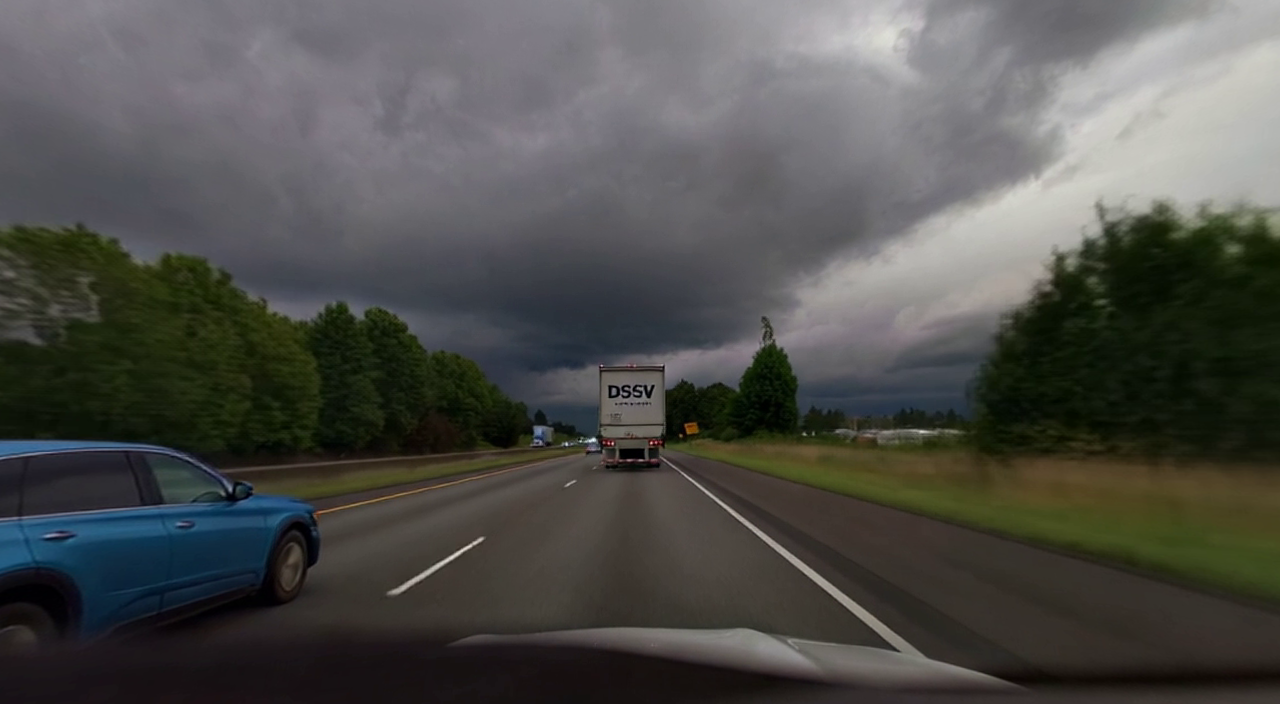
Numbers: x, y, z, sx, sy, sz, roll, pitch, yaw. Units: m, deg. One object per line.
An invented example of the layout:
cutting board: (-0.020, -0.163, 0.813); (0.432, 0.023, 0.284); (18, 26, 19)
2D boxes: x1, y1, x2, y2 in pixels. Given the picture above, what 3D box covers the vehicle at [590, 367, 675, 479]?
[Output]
vehicle: (-0.410, 3.217, 27.438); (2.969, 3.957, 10.270); (0, -8, -2)
